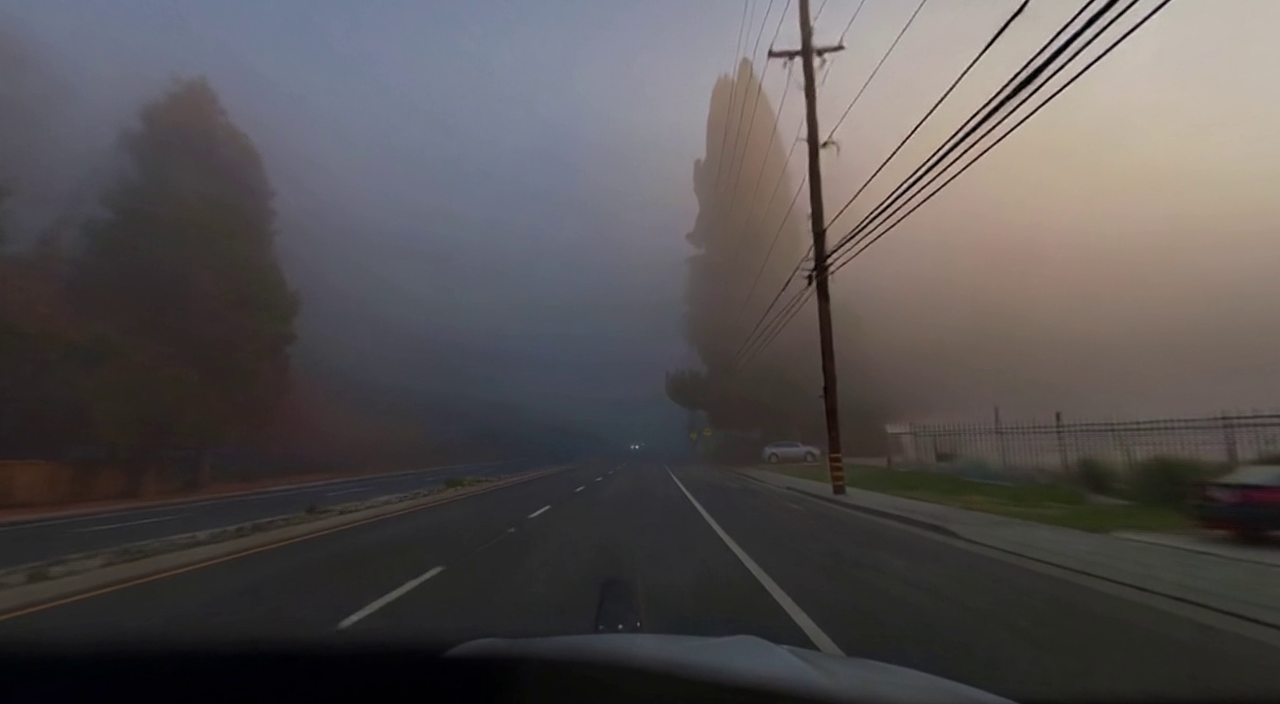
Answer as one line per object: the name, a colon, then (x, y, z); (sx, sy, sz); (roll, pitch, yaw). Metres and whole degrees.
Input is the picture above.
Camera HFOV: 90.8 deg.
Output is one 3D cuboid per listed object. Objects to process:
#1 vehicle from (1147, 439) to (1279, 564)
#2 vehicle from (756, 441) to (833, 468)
vehicle: (9.316, 1.856, 8.113); (4.159, 1.408, 1.822); (1, -9, -5)
vehicle: (9.843, 6.553, 40.423); (4.387, 1.680, 1.958); (1, -9, -3)
